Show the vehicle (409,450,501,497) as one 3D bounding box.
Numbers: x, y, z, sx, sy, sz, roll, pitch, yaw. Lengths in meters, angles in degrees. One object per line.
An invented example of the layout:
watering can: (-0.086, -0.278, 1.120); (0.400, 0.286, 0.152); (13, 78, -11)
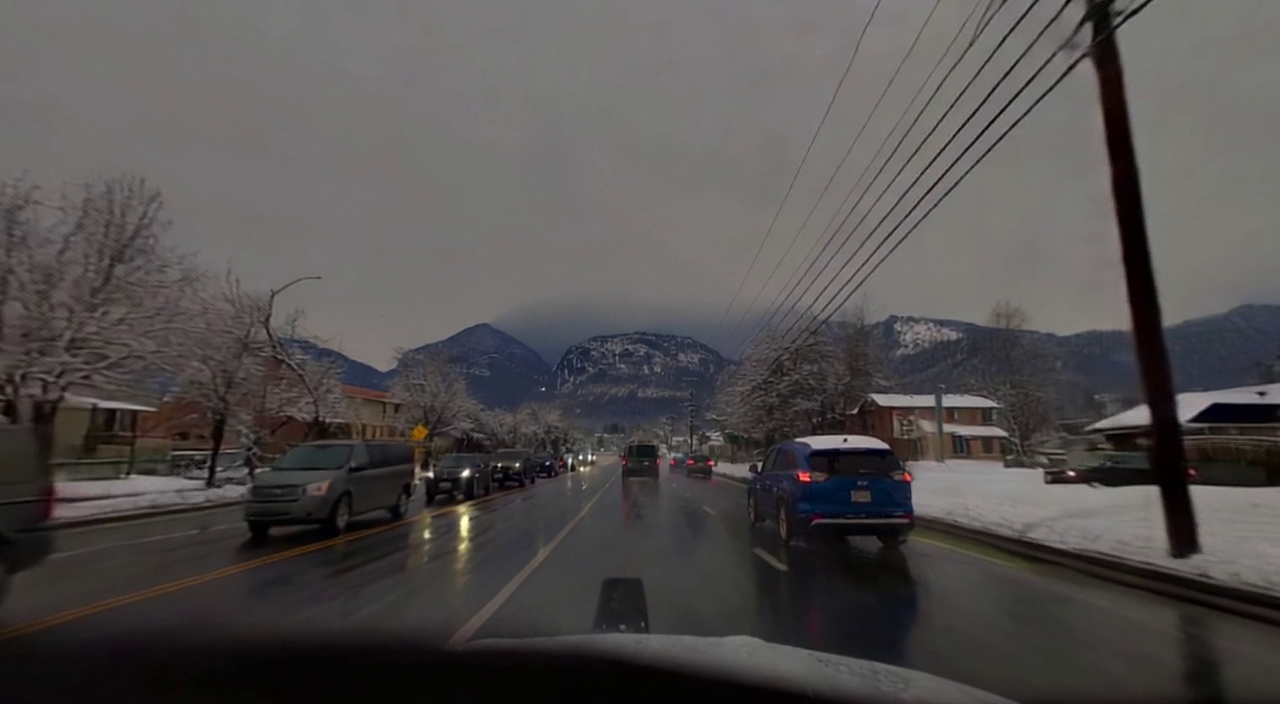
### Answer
vehicle: (-6.383, 4.227, 22.373); (1.891, 1.479, 4.624); (0, -9, 0)

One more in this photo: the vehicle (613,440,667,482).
vehicle: (-0.034, 5.667, 33.205); (2.636, 2.011, 5.130); (0, -9, -1)

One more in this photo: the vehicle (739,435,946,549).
vehicle: (3.370, 2.429, 11.725); (2.155, 1.658, 4.721); (0, -9, -2)

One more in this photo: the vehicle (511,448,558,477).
vehicle: (-6.443, 6.791, 38.988); (2.095, 1.695, 4.431); (0, -9, 0)

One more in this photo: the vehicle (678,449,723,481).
vehicle: (3.303, 6.232, 35.148); (1.957, 1.646, 4.355); (0, -9, -1)

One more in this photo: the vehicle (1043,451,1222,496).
vehicle: (17.282, 4.277, 22.312); (4.656, 1.461, 1.955); (0, -9, 0)

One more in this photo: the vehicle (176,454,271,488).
vehicle: (-20.245, 5.774, 30.877); (1.763, 1.459, 4.315); (1, -9, -1)

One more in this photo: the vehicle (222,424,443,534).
vehicle: (-6.190, 2.613, 13.700); (1.993, 1.884, 5.481); (0, -9, 0)

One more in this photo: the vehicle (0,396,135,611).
vehicle: (-6.385, 1.154, 4.474); (1.983, 1.801, 4.391); (0, -9, -1)
